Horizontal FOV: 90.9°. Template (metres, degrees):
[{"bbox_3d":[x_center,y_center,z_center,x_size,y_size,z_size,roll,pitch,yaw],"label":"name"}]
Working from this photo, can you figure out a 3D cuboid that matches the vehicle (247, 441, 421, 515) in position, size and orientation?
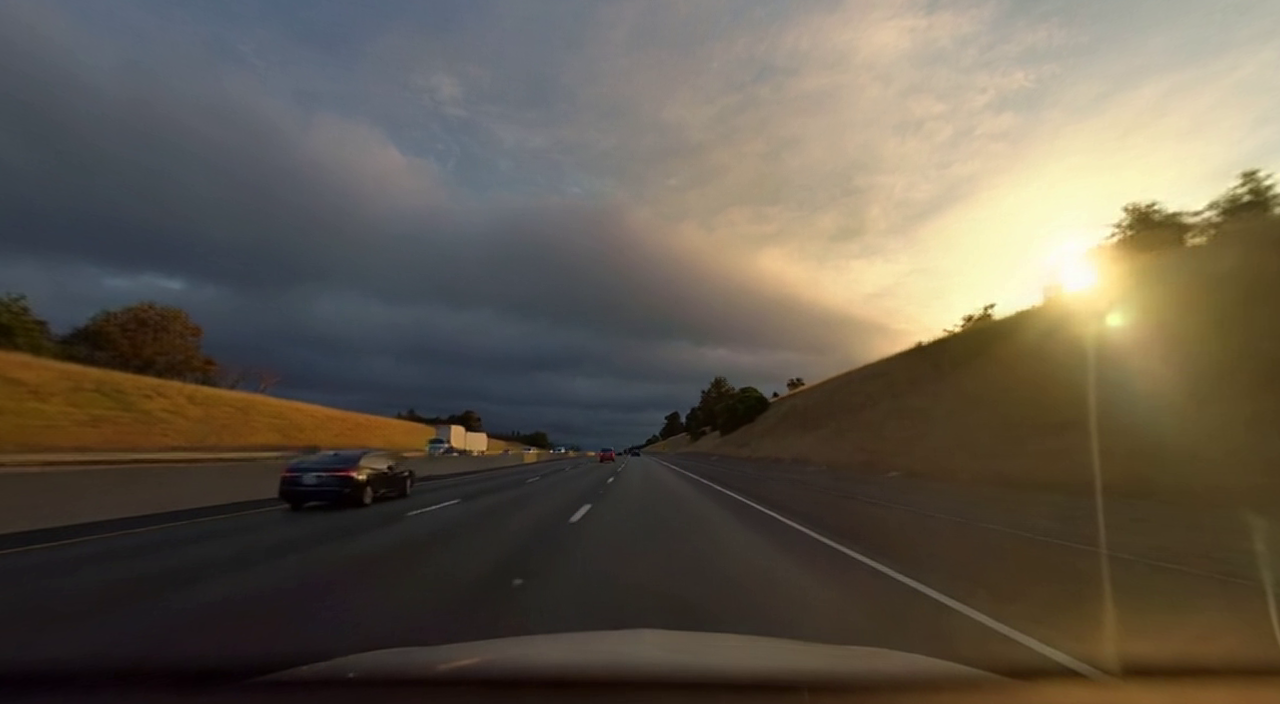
[{"bbox_3d":[-6.997,2.909,15.017,1.966,1.476,4.240,0,-9,1],"label":"vehicle"}]
